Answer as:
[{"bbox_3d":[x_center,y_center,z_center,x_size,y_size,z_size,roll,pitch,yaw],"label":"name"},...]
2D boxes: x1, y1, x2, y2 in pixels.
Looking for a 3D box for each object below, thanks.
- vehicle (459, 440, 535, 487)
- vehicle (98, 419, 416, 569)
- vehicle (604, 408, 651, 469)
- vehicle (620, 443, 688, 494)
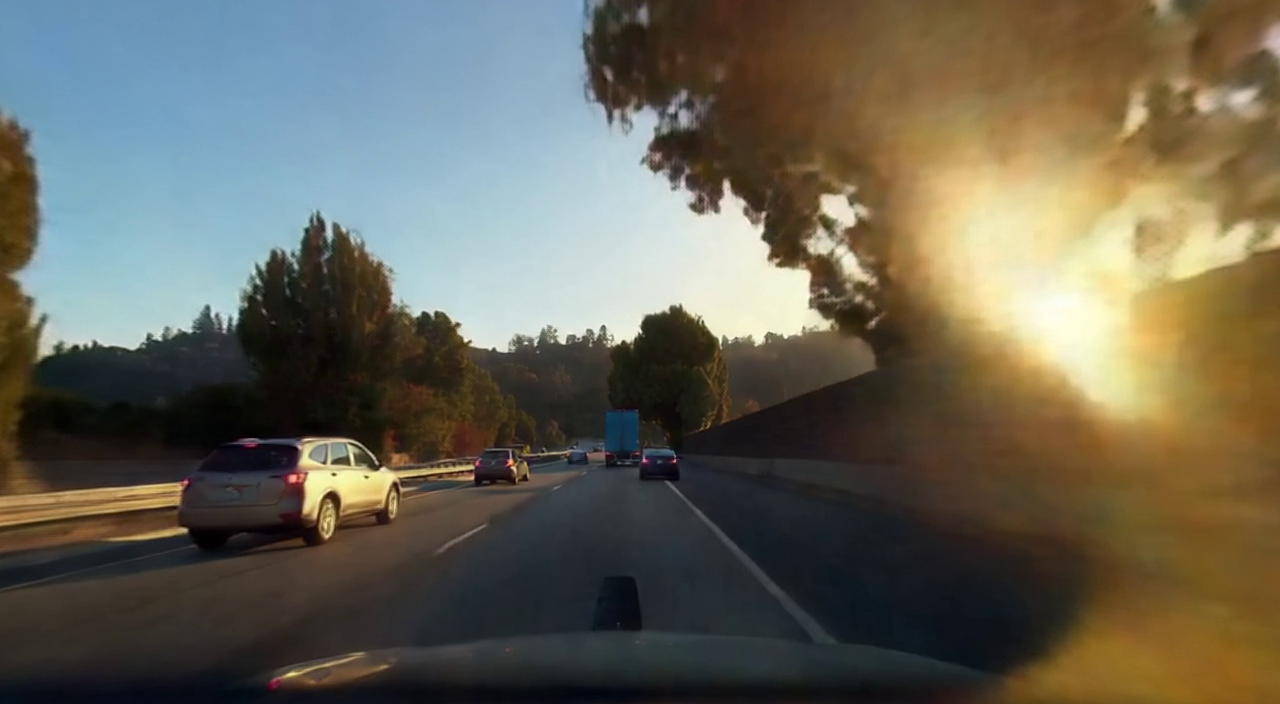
[{"bbox_3d":[-5.425,4.276,24.333,2.035,1.664,4.064,0,-9,-1],"label":"vehicle"},{"bbox_3d":[-5.101,1.933,9.239,2.100,1.671,4.105,0,-9,-1],"label":"vehicle"},{"bbox_3d":[-1.017,6.600,47.217,3.113,4.066,10.786,0,-9,-2],"label":"vehicle"},{"bbox_3d":[0.398,3.791,20.712,2.026,1.489,4.045,0,-9,0],"label":"vehicle"}]
